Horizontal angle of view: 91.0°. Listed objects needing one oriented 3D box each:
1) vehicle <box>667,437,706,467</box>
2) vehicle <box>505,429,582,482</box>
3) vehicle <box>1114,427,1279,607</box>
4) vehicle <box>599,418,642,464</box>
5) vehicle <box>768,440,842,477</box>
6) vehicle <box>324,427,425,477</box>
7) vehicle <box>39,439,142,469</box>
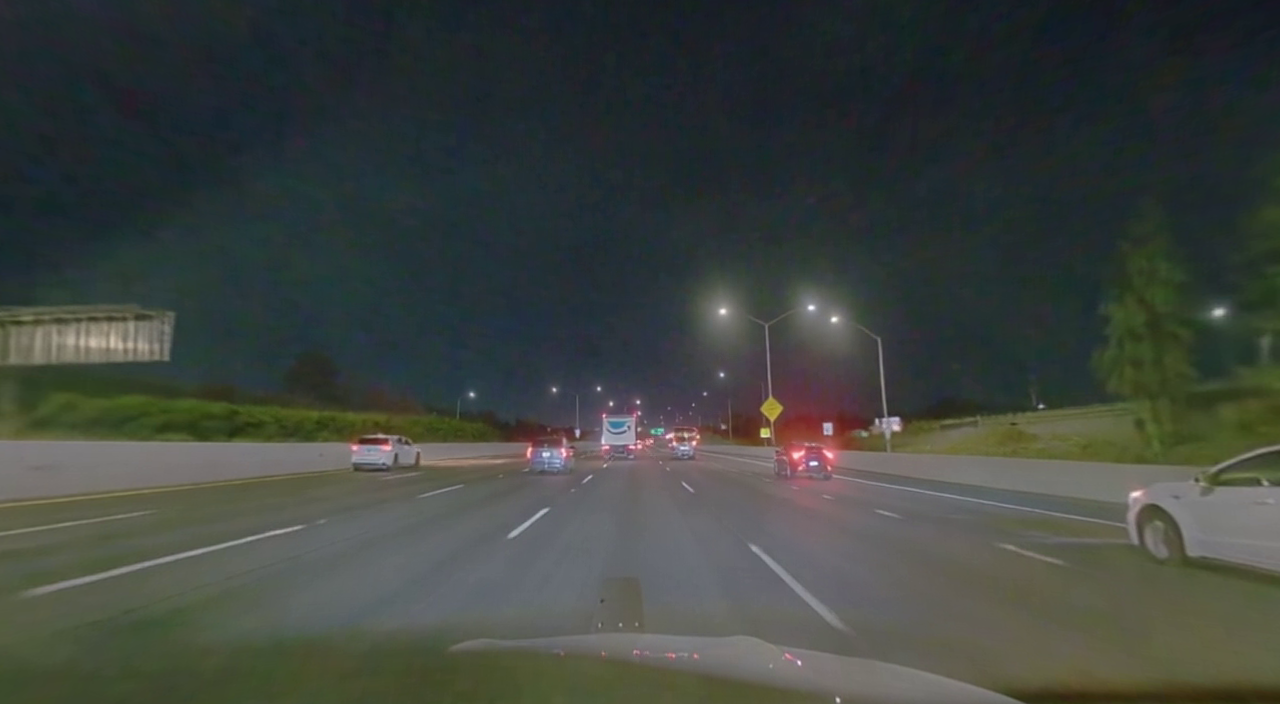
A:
[{"bbox_3d":[2.727,5.960,37.518,2.067,1.654,3.985,0,-8,1],"label":"vehicle"},{"bbox_3d":[-3.380,3.731,22.923,2.095,1.688,4.188,0,-8,1],"label":"vehicle"},{"bbox_3d":[6.371,1.313,4.775,2.026,1.487,4.489,1,-8,-1],"label":"vehicle"},{"bbox_3d":[-1.182,5.842,41.096,2.456,2.705,6.251,0,-8,1],"label":"vehicle"},{"bbox_3d":[7.212,4.710,28.077,1.970,1.499,4.491,1,-8,-2],"label":"vehicle"},{"bbox_3d":[-10.142,3.865,24.461,2.023,1.739,4.229,0,-8,0],"label":"vehicle"},{"bbox_3d":[-32.696,6.073,37.658,2.072,1.667,4.415,0,-8,1],"label":"vehicle"}]
